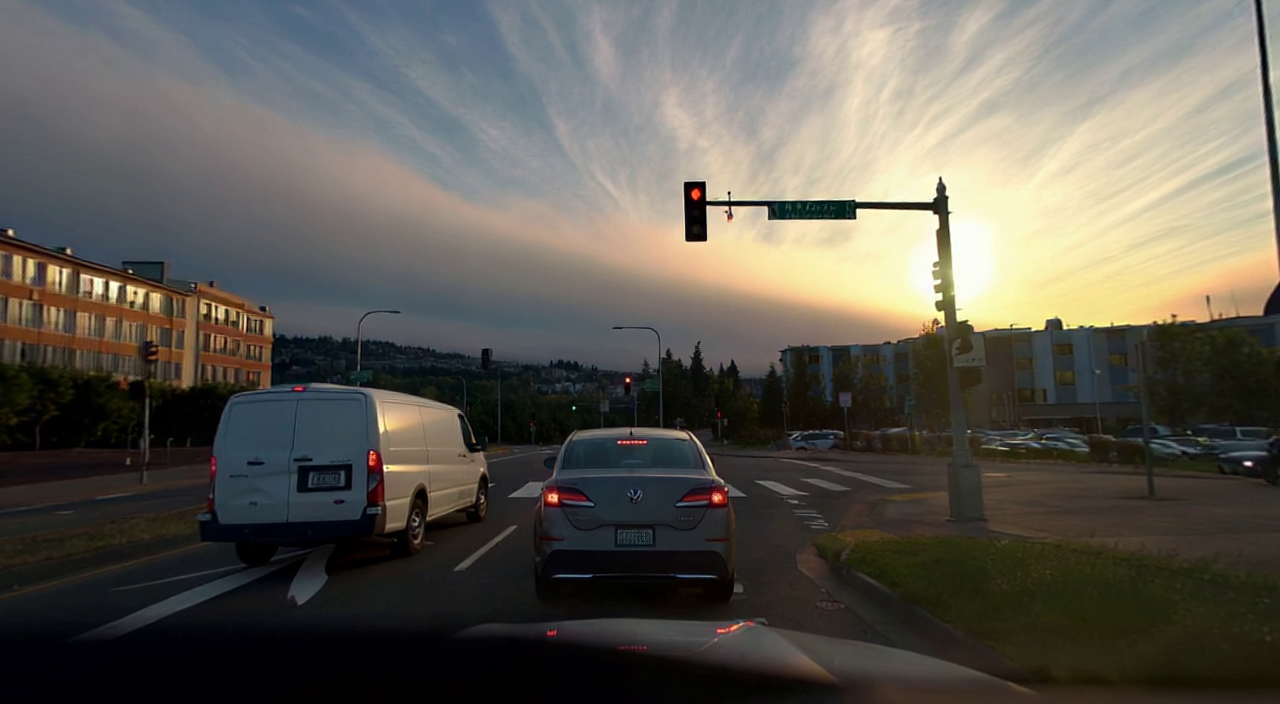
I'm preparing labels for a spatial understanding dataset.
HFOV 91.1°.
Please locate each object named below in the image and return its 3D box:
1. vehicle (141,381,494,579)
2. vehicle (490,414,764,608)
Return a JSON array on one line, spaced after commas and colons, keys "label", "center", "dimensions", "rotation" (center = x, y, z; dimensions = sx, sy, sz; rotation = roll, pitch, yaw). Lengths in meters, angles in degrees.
[{"label": "vehicle", "center": [-3.577, 1.513, 8.424], "dimensions": [2.076, 1.820, 5.100], "rotation": [0, -8, -1]}, {"label": "vehicle", "center": [-0.106, 1.464, 6.783], "dimensions": [2.064, 1.452, 3.942], "rotation": [0, -8, 0]}]
